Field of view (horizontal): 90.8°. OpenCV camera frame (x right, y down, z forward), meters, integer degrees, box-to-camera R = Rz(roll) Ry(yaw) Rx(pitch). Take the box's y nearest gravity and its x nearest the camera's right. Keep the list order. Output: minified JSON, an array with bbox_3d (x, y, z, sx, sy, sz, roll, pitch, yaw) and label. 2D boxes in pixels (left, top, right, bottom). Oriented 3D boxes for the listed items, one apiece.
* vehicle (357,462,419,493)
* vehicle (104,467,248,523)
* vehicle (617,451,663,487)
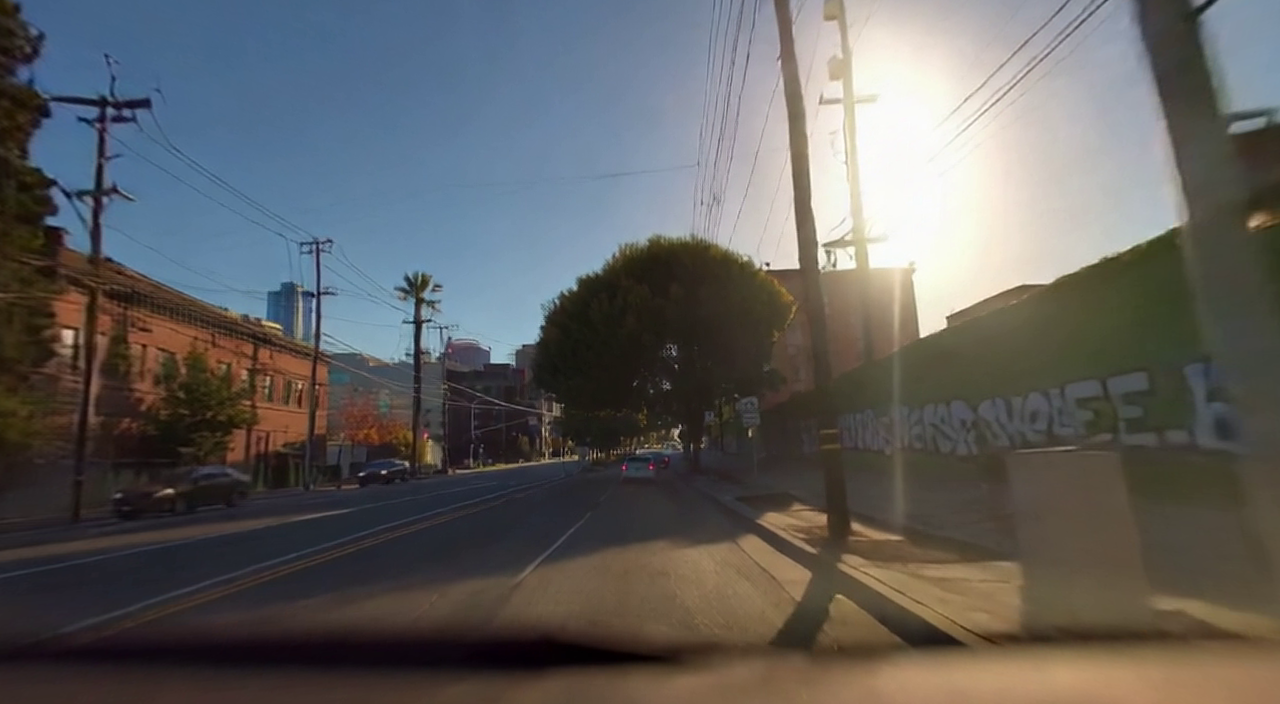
[{"bbox_3d":[-15.678,7.773,39.519,1.952,1.698,4.493,-3,-10,1],"label":"vehicle"},{"bbox_3d":[-15.759,4.843,21.774,1.841,1.658,3.953,0,-10,1],"label":"vehicle"},{"bbox_3d":[0.019,5.740,31.175,2.105,1.611,3.750,0,-10,1],"label":"vehicle"}]
